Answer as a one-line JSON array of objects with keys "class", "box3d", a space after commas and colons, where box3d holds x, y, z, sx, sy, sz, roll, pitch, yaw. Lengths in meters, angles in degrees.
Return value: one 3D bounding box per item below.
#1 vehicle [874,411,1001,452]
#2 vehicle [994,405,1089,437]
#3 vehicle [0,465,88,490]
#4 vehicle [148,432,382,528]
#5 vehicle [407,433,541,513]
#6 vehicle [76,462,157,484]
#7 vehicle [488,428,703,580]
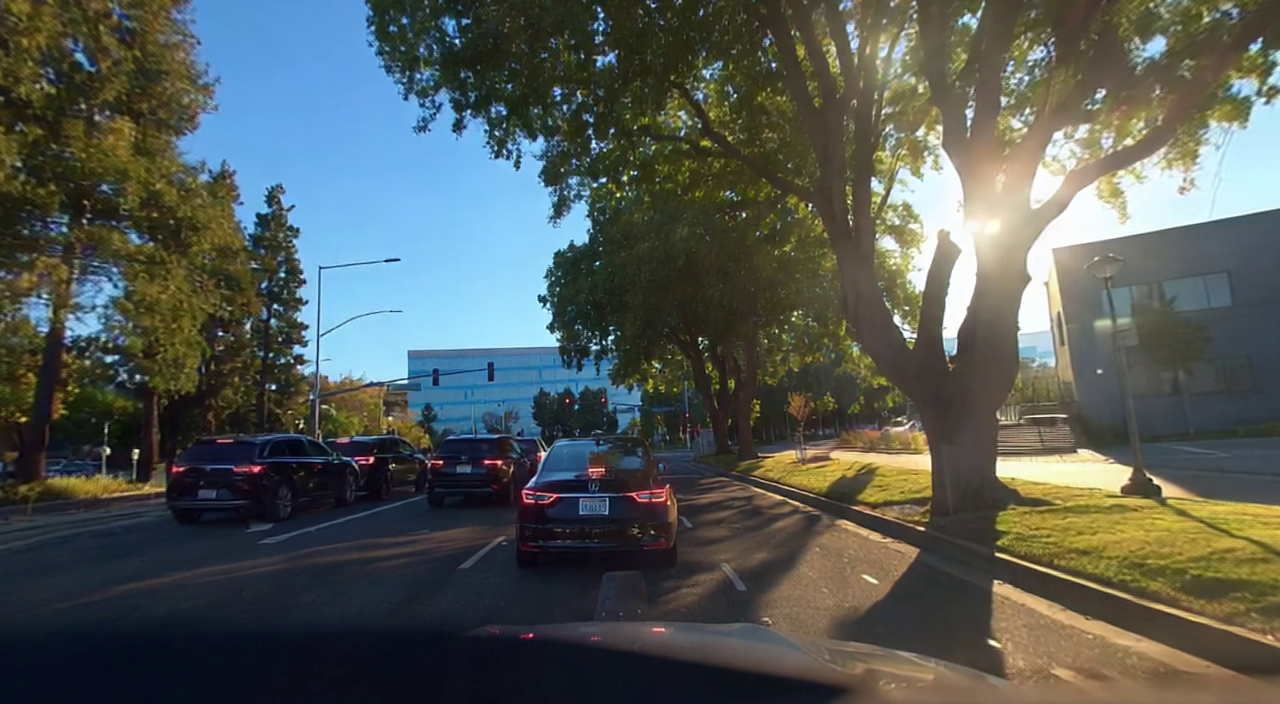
[{"class": "vehicle", "box3d": [13.938, 3.778, 29.828, 4.975, 1.809, 1.956, 0, -9, 1]}, {"class": "vehicle", "box3d": [28.401, 4.959, 44.930, 5.333, 1.880, 2.130, -7, -9, 27]}, {"class": "vehicle", "box3d": [-36.616, 7.638, 38.540, 4.093, 1.440, 1.804, 0, -9, 0]}, {"class": "vehicle", "box3d": [-7.278, 2.507, 12.946, 2.096, 1.593, 4.288, 0, -9, 1]}, {"class": "vehicle", "box3d": [-3.627, 2.712, 14.650, 1.969, 1.570, 4.019, 0, -9, 1]}, {"class": "vehicle", "box3d": [-36.334, 8.368, 43.885, 3.918, 1.423, 1.861, 0, -9, -1]}, {"class": "vehicle", "box3d": [-0.420, 1.798, 8.233, 2.104, 1.472, 3.946, 0, -9, 0]}]
